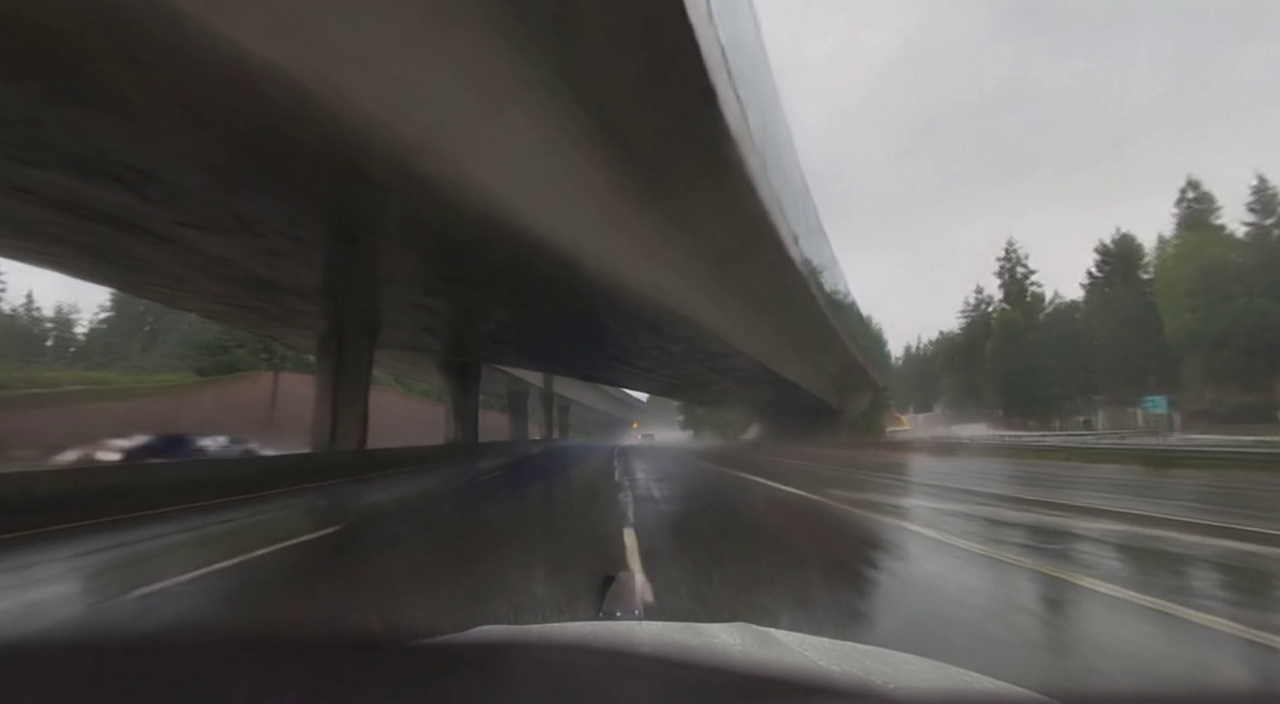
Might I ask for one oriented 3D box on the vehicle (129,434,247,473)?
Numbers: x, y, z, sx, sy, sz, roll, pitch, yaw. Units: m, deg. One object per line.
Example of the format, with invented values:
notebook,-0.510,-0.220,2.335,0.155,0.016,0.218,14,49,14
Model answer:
vehicle,-19.844,4.442,27.886,2.088,1.608,4.352,1,-8,-3
